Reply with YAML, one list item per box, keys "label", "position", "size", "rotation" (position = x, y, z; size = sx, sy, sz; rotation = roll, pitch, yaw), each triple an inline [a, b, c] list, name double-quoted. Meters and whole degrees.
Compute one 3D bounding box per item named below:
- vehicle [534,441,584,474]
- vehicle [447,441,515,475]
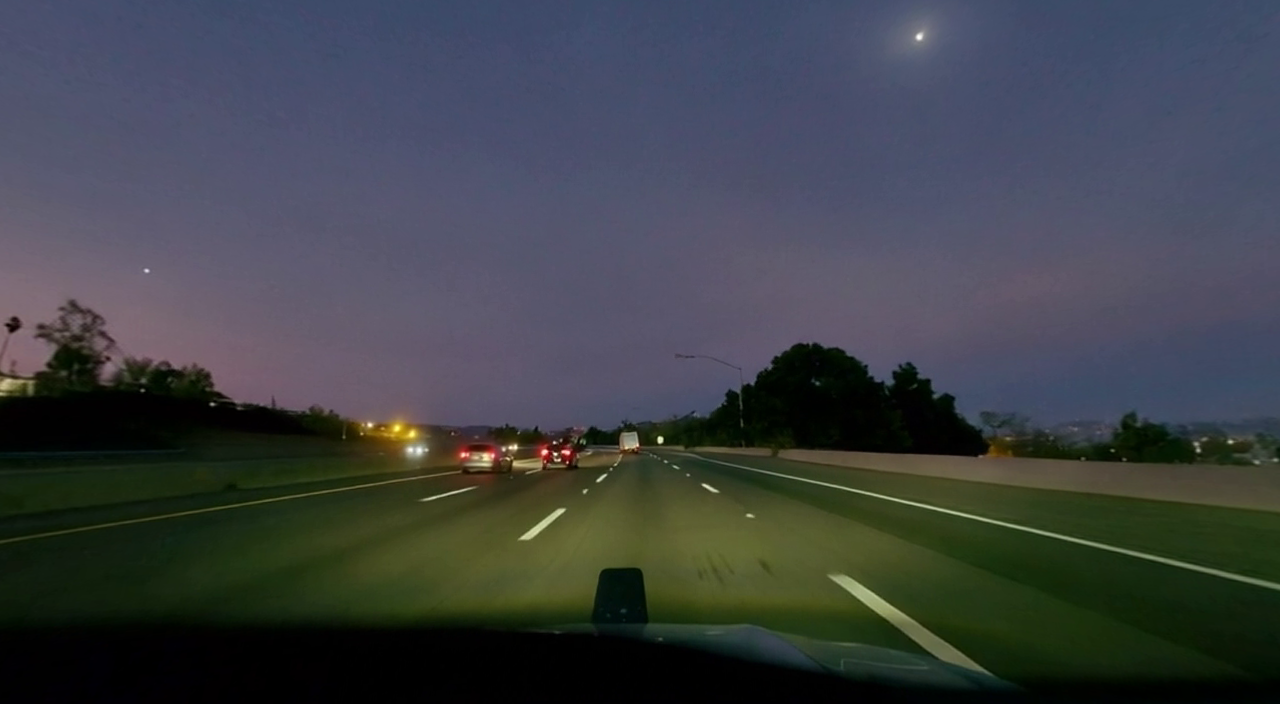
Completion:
- label: "vehicle"
  position: [-3.879, 5.129, 30.928]
  size: [1.936, 1.465, 4.060]
  rotation: [0, -8, 0]
- label: "vehicle"
  position: [-7.523, 5.061, 30.367]
  size: [2.038, 1.463, 4.656]
  rotation: [0, -8, 0]
